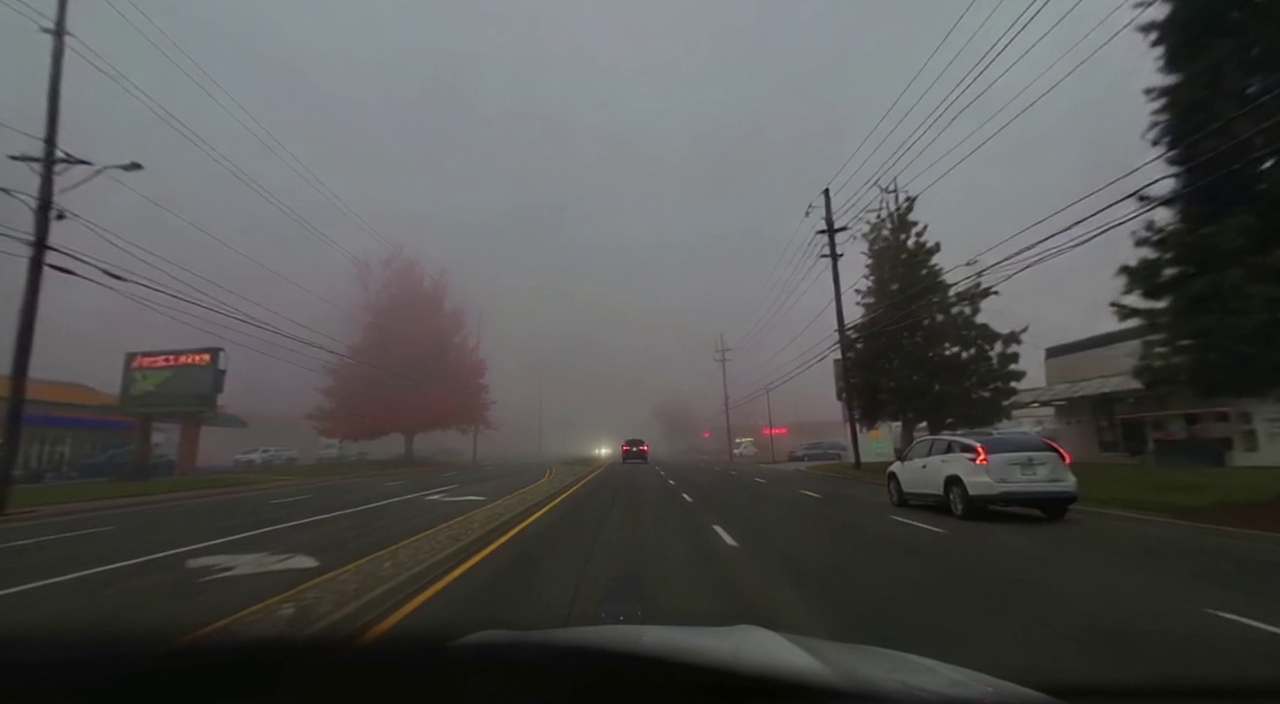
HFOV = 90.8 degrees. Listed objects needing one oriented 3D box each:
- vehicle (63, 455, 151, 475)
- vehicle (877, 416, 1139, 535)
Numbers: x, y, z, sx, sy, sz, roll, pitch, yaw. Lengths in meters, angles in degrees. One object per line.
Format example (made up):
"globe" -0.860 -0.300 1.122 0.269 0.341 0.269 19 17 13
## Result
"vehicle" -40.775 8.626 48.448 4.692 1.445 1.922 1 -9 -10
"vehicle" 6.230 2.141 11.513 1.995 1.705 4.434 0 -9 -1
